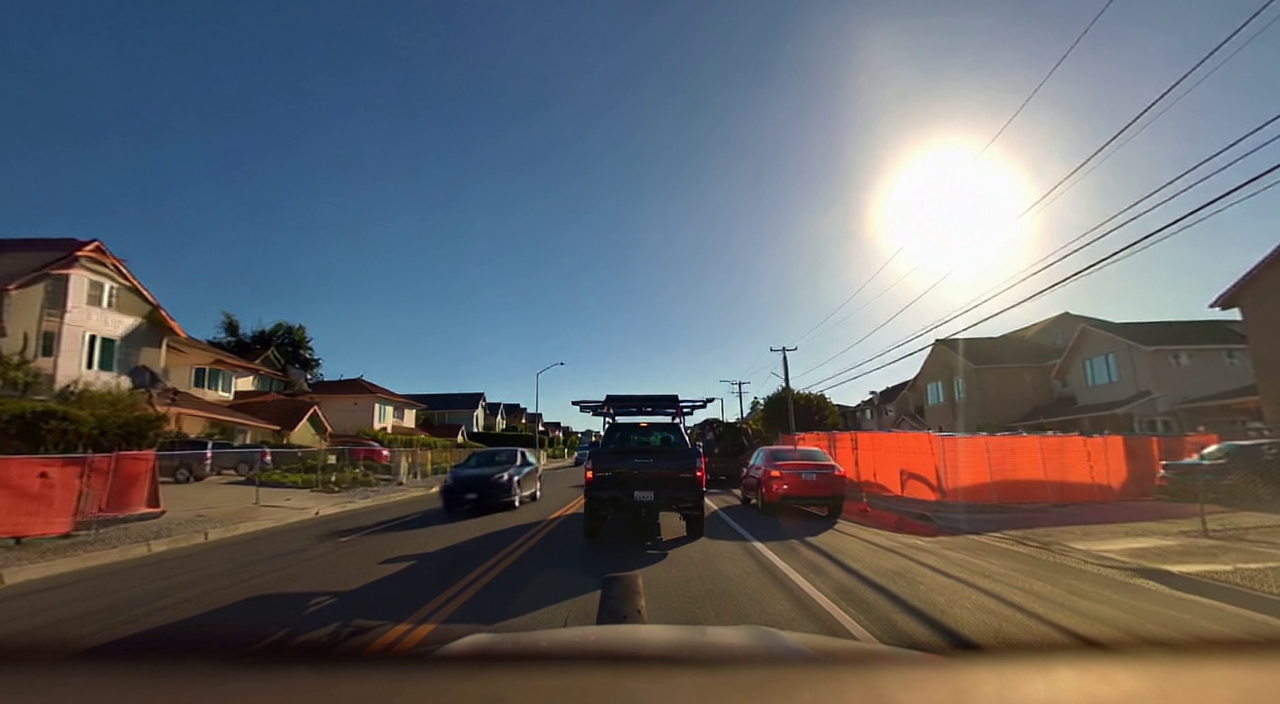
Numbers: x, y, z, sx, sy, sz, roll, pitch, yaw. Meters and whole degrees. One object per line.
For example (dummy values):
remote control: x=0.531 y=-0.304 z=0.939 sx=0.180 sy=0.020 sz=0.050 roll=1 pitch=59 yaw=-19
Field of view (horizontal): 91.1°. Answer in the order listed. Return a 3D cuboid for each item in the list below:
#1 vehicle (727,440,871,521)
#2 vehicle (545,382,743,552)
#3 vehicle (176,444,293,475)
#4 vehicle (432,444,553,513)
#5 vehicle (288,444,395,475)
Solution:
vehicle: x=3.317 y=2.765 z=14.116 sx=2.010 sy=1.499 sz=4.481 roll=0 pitch=-8 yaw=-1
vehicle: x=0.078 y=2.076 z=12.027 sx=2.751 sy=2.361 sz=6.347 roll=0 pitch=-8 yaw=1
vehicle: x=-20.393 y=5.405 z=31.704 sx=4.706 sy=1.468 sz=1.817 roll=-1 pitch=-9 yaw=3
vehicle: x=-3.670 y=3.219 z=16.565 sx=2.010 sy=1.533 sz=4.495 roll=0 pitch=-8 yaw=1
vehicle: x=-15.131 y=5.452 z=32.011 sx=4.490 sy=1.500 sz=1.875 roll=0 pitch=-8 yaw=-2
